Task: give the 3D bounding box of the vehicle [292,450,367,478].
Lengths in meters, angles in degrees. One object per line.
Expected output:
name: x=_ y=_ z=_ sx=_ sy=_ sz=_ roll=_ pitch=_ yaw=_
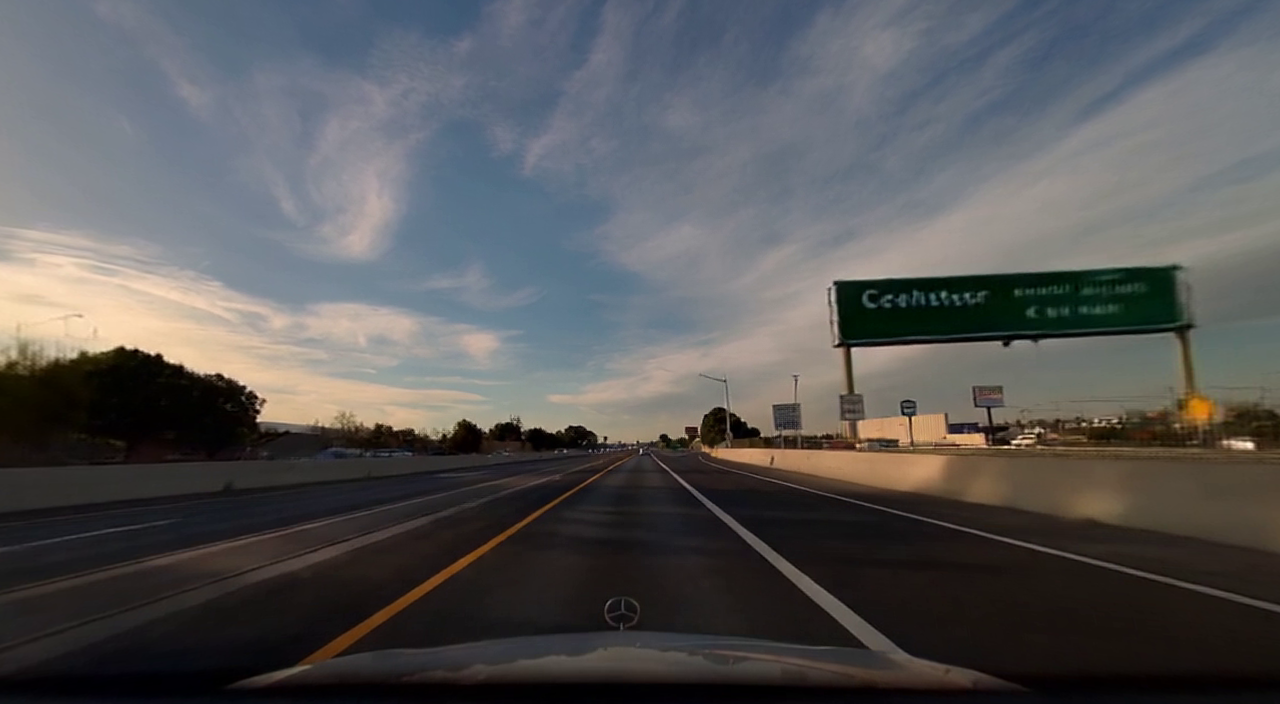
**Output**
vehicle: x=-17.506 y=6.289 z=35.720 sx=1.920 sy=1.481 sz=4.515 roll=0 pitch=-9 yaw=0
